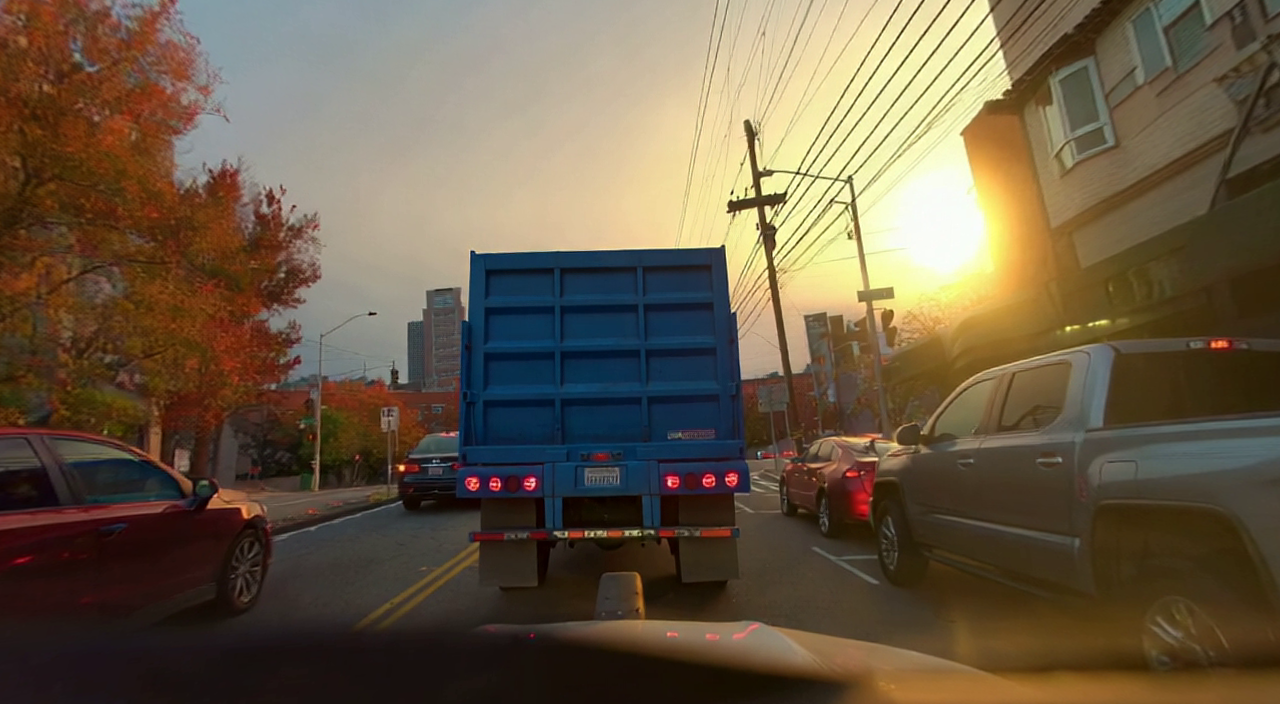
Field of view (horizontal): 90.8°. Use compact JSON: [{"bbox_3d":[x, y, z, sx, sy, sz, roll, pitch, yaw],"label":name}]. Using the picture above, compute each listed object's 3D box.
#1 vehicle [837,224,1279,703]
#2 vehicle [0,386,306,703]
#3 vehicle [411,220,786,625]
[{"bbox_3d":[3.236,0.845,3.864,2.242,1.979,5.722,0,-8,1],"label":"vehicle"},{"bbox_3d":[-4.115,1.078,3.559,1.988,1.657,4.492,0,-8,0],"label":"vehicle"},{"bbox_3d":[-0.224,1.101,9.146,2.878,3.204,8.244,0,-8,1],"label":"vehicle"}]
